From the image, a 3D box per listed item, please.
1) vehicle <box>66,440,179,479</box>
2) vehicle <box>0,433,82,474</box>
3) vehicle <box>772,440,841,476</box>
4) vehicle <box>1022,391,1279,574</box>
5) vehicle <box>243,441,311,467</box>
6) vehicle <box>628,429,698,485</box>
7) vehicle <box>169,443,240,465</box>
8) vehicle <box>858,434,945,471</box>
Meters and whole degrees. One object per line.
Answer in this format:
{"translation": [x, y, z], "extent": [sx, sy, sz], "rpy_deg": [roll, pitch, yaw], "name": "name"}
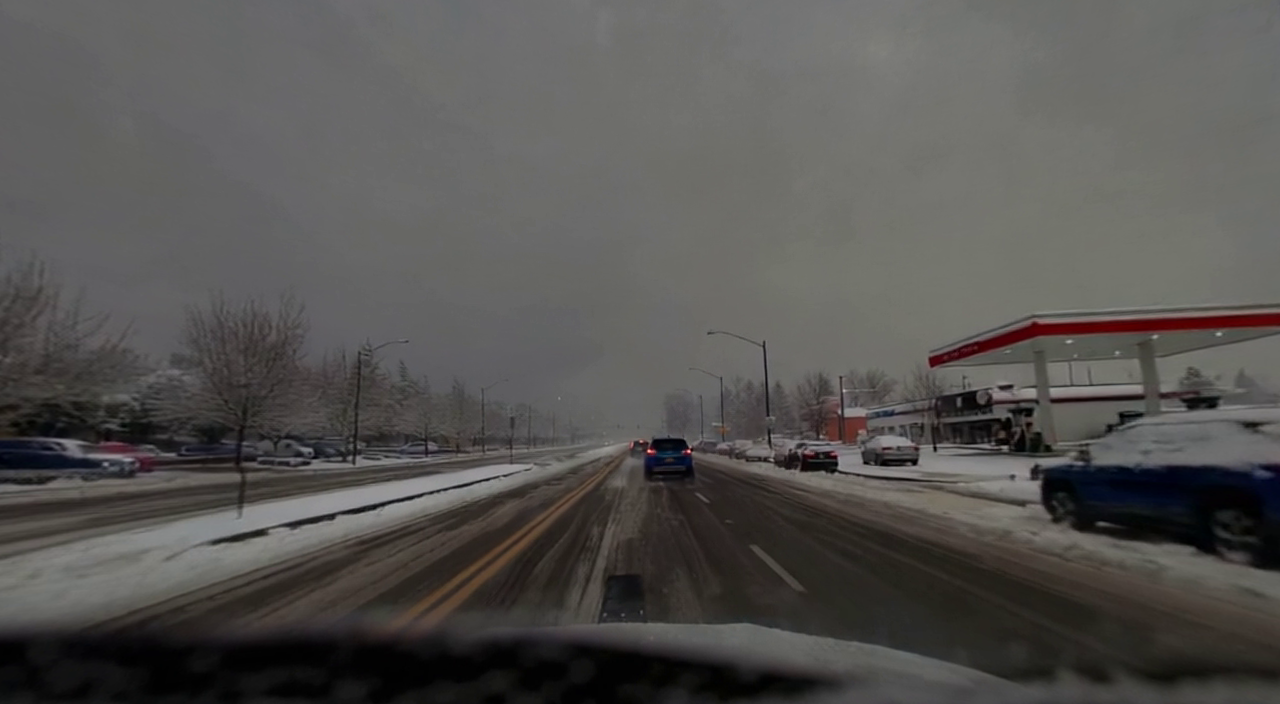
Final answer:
{"translation": [-25.864, 5.344, 31.615], "extent": [2.044, 1.695, 4.619], "rpy_deg": [-1, -7, -5], "name": "vehicle"}
{"translation": [-31.194, 5.094, 31.658], "extent": [1.928, 1.922, 4.539], "rpy_deg": [0, -8, -2], "name": "vehicle"}
{"translation": [7.440, 4.750, 28.550], "extent": [1.818, 1.459, 4.806], "rpy_deg": [0, -8, 0], "name": "vehicle"}
{"translation": [7.244, 1.499, 7.659], "extent": [2.032, 1.776, 4.782], "rpy_deg": [0, -8, -1], "name": "vehicle"}
{"translation": [-26.161, 7.354, 45.438], "extent": [1.922, 1.755, 4.511], "rpy_deg": [-1, -8, 6], "name": "vehicle"}
{"translation": [0.835, 3.857, 23.467], "extent": [2.317, 1.857, 5.150], "rpy_deg": [0, -8, 2], "name": "vehicle"}
{"translation": [-31.496, 7.376, 45.590], "extent": [1.920, 1.446, 4.448], "rpy_deg": [-2, -8, 1], "name": "vehicle"}
{"translation": [12.788, 4.948, 31.126], "extent": [2.019, 1.711, 4.862], "rpy_deg": [1, -8, -3], "name": "vehicle"}
